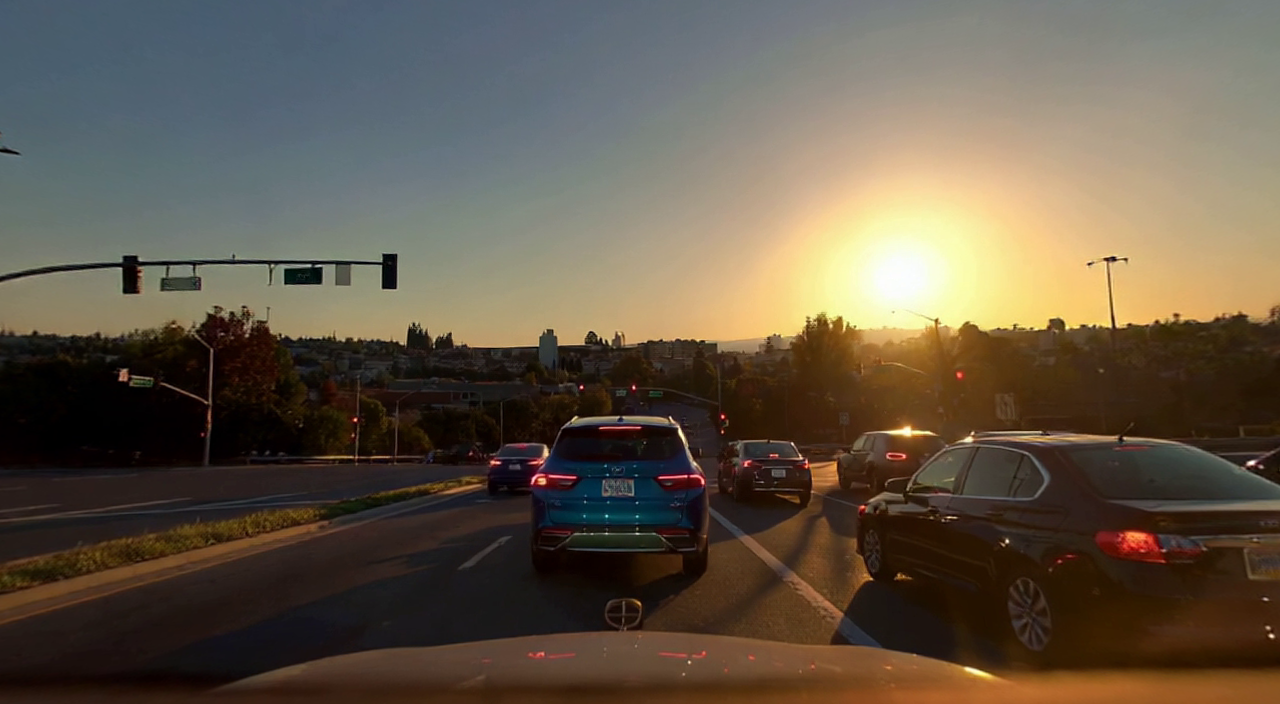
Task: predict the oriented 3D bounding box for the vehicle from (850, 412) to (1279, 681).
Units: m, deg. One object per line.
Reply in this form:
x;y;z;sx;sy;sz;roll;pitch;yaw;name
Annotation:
3.617;1.395;5.699;1.861;1.478;4.185;0;-8;-2;vehicle

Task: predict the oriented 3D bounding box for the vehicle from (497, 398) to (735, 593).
-0.267;1.556;7.632;2.101;1.707;3.904;0;-8;-2;vehicle

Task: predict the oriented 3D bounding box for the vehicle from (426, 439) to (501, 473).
-10.178;5.920;36.186;2.186;1.794;4.972;7;-11;-40;vehicle

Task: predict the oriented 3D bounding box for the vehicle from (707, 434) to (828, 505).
2.979;2.848;15.774;1.950;1.506;4.086;0;-8;-3;vehicle
